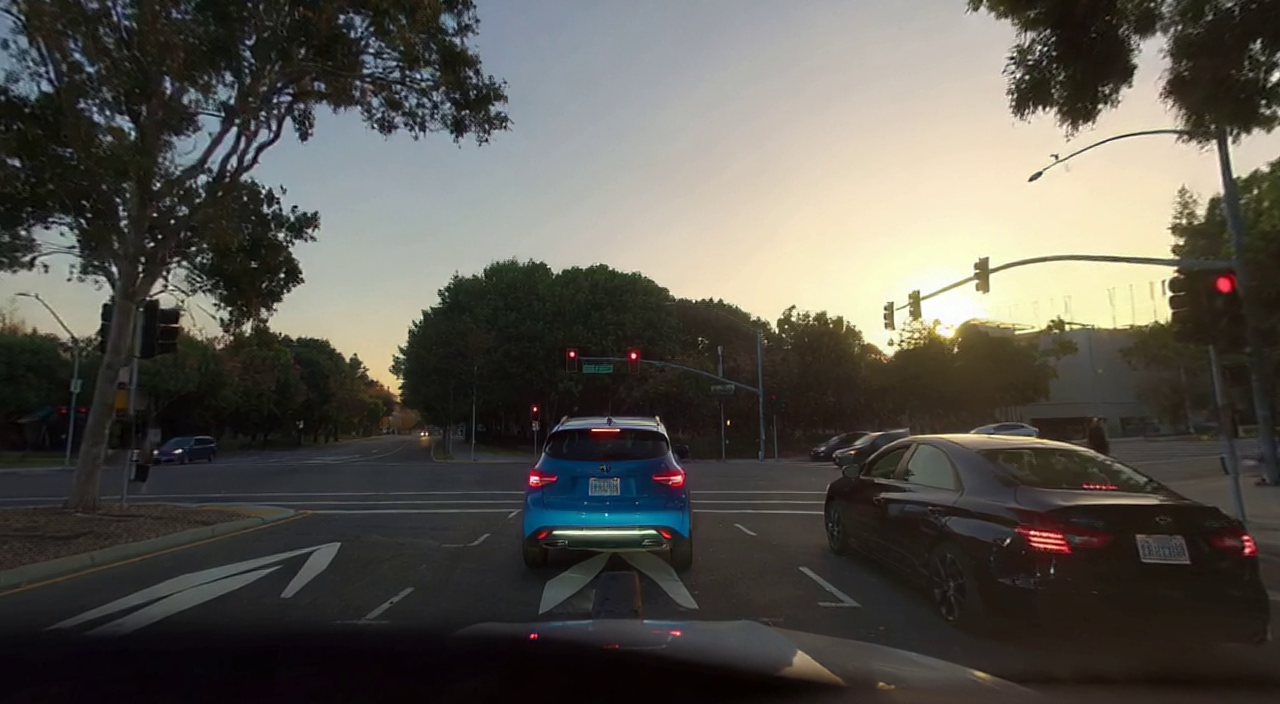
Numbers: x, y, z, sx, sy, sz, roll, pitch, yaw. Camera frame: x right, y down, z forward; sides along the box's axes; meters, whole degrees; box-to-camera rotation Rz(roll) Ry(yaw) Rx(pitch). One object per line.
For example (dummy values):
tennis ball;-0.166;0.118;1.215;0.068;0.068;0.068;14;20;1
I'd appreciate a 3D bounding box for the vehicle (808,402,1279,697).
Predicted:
vehicle;3.164;1.401;5.763;1.932;1.562;4.629;0;-9;-1

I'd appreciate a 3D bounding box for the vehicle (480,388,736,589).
vehicle;-0.342;1.522;7.786;2.247;1.760;4.231;0;-9;-2
